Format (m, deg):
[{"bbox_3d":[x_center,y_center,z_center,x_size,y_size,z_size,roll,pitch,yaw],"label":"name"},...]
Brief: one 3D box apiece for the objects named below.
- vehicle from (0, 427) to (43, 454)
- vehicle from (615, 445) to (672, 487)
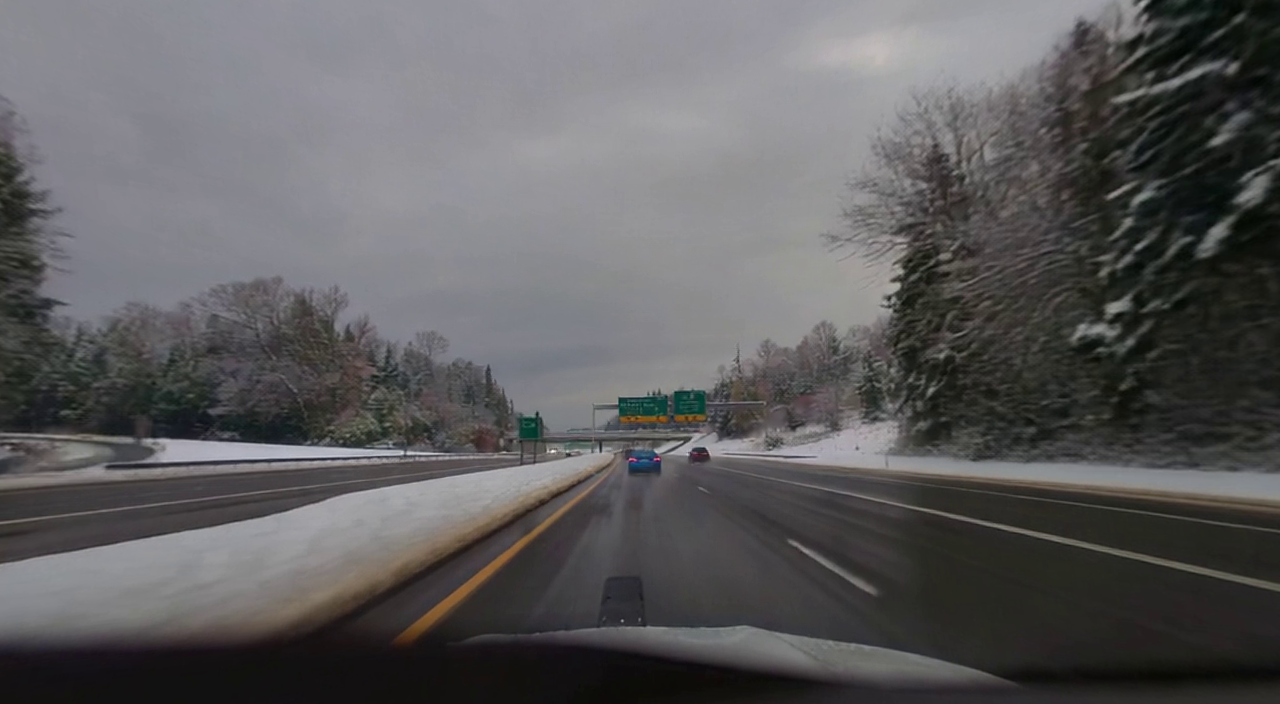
[{"bbox_3d":[-48.222,6.839,48.403,5.047,1.950,2.329,-6,-11,37],"label":"vehicle"},{"bbox_3d":[0.097,4.444,24.890,2.069,1.523,4.012,0,-9,-1],"label":"vehicle"}]
